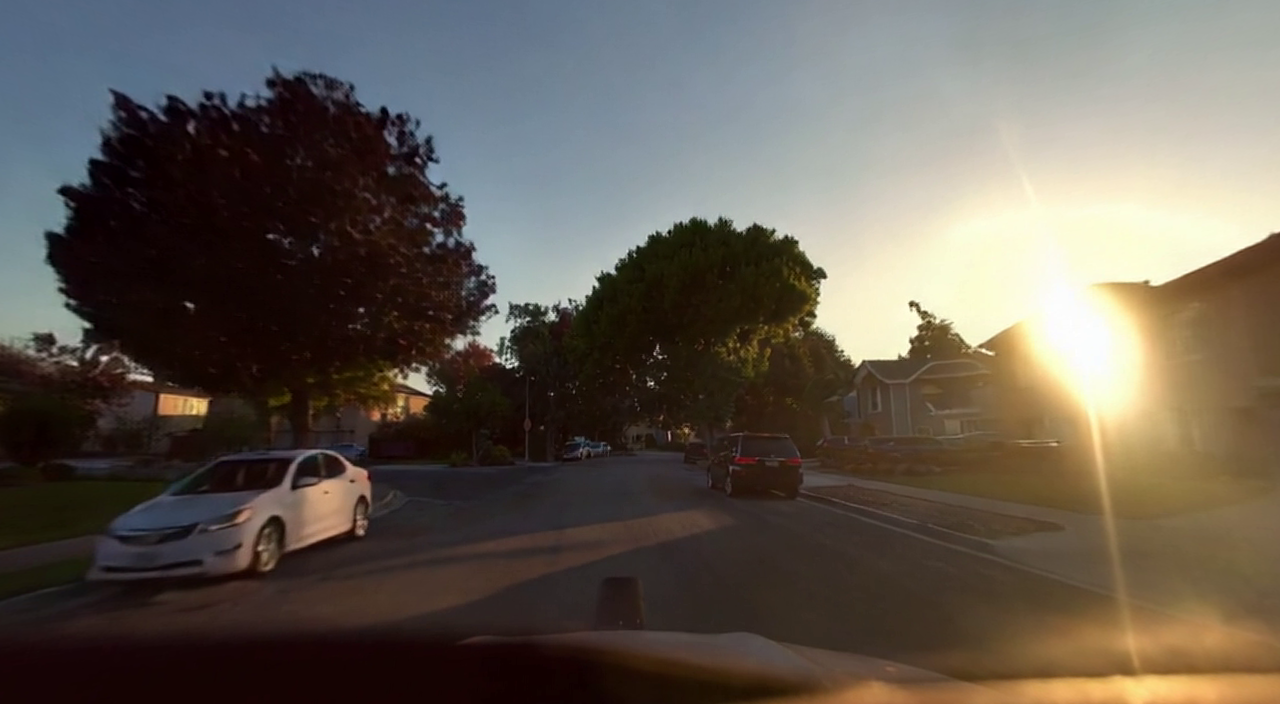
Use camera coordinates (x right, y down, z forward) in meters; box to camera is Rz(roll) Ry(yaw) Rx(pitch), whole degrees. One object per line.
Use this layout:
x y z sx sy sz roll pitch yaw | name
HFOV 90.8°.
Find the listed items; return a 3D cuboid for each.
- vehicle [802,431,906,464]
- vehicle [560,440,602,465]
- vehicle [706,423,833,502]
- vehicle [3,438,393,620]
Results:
11.247 5.055 33.409 4.781 1.700 1.914 1 -9 -4 | vehicle
-4.586 7.837 49.517 2.041 1.762 4.508 -3 -8 11 | vehicle
3.270 2.937 17.157 2.228 1.813 4.901 0 -9 -2 | vehicle
-4.788 1.866 7.934 1.981 1.463 4.631 0 -7 -6 | vehicle
